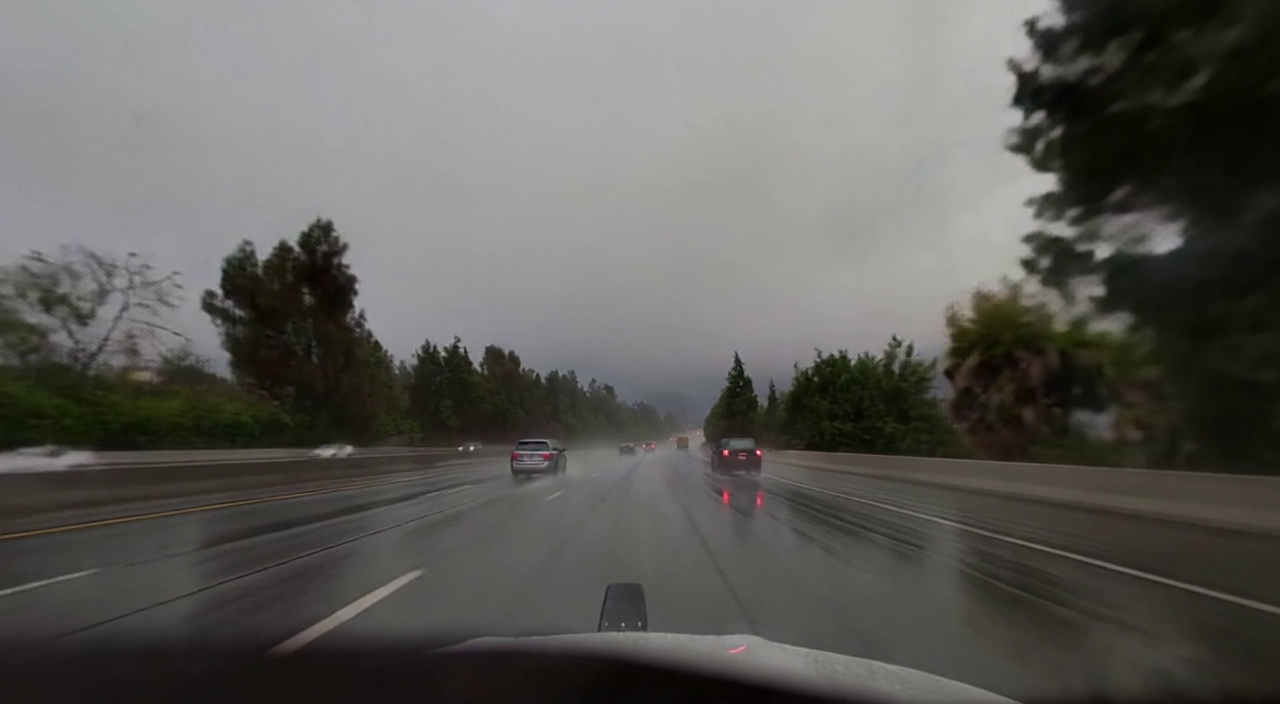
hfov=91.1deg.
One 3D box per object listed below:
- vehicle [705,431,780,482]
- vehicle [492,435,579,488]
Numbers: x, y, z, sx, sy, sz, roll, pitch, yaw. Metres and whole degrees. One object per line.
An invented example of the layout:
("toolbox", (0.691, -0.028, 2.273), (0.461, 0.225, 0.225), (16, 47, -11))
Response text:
("vehicle", (3.899, 4.075, 24.786), (2.149, 1.796, 4.487), (0, -8, -1))
("vehicle", (-3.436, 3.709, 21.562), (2.166, 1.608, 4.297), (-1, -8, 2))
